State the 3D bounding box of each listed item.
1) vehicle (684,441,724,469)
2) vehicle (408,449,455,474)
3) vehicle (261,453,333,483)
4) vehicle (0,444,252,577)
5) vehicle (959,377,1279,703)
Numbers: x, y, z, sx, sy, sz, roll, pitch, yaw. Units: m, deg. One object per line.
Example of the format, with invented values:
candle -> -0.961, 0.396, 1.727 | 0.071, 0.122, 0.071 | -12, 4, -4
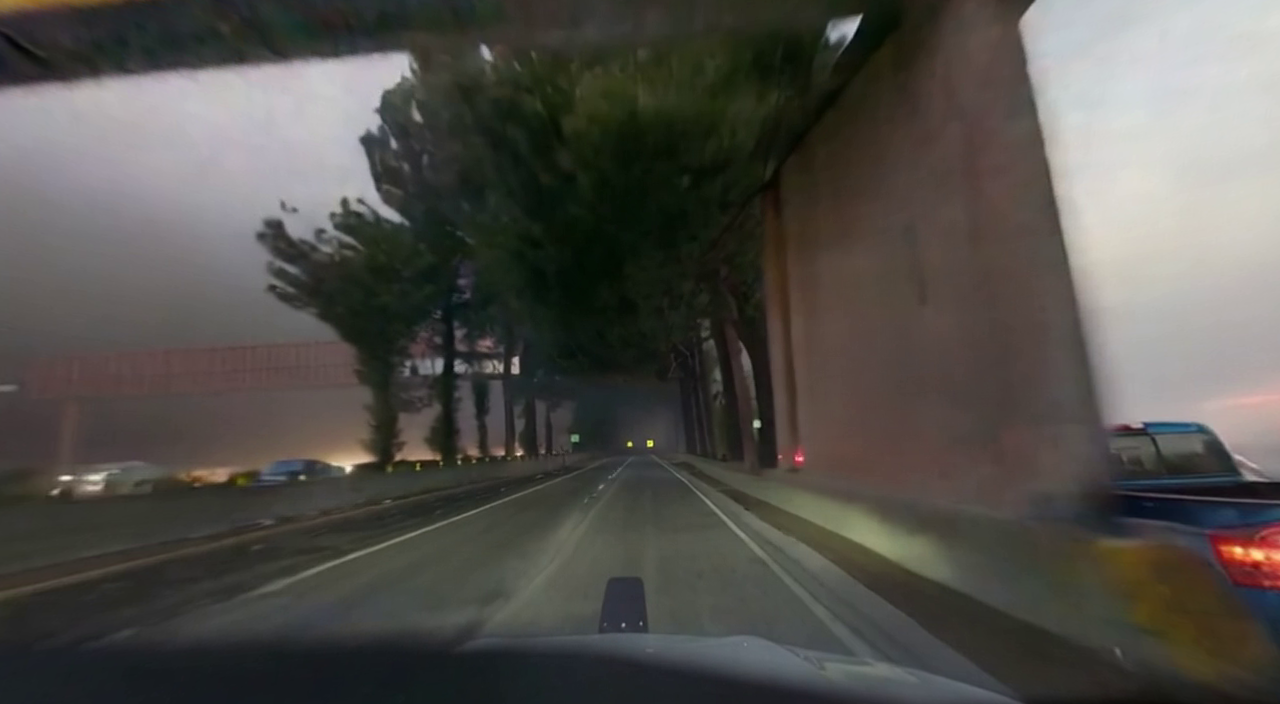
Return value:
vehicle -> 3.934, 6.388, 39.367 | 2.014, 1.643, 4.039 | 0, -8, -1
vehicle -> -15.182, 7.967, 46.146 | 1.923, 1.659, 4.334 | 0, -8, 1
vehicle -> -22.045, 7.441, 40.774 | 1.958, 1.738, 4.621 | 0, -8, 1
vehicle -> -8.052, 2.131, 9.359 | 1.920, 1.491, 4.155 | 0, -8, 0
vehicle -> 3.240, 0.805, 1.839 | 2.119, 1.524, 4.807 | 0, -8, 0
